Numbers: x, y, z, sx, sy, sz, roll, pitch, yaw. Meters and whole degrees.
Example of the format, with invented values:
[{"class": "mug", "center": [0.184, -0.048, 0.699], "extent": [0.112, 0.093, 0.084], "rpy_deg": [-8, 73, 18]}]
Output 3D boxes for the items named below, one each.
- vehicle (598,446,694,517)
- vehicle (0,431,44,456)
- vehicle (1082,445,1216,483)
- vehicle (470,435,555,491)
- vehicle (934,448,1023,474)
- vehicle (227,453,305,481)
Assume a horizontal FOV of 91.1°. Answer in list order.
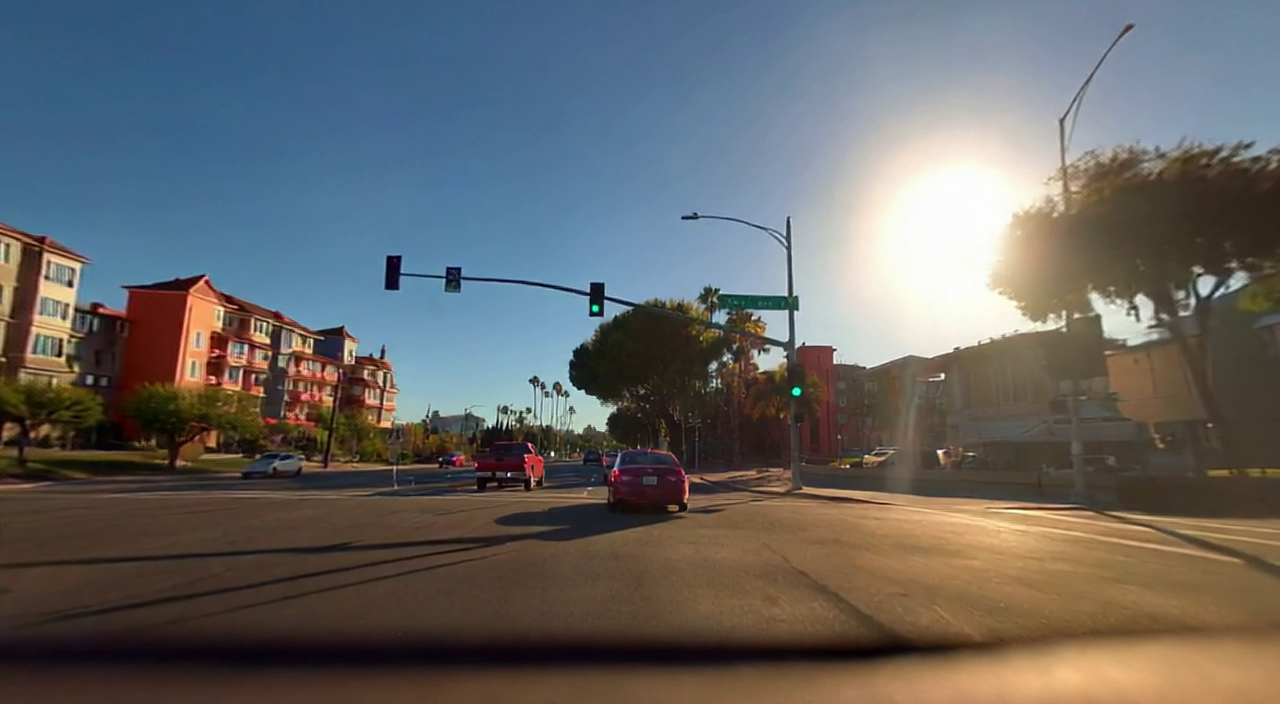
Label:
[{"class": "vehicle", "center": [0.079, 3.197, 16.039], "extent": [2.122, 1.562, 4.152], "rpy_deg": [0, -9, -2]}, {"class": "vehicle", "center": [-43.260, 6.176, 42.540], "extent": [1.738, 1.593, 3.979], "rpy_deg": [3, -10, -3]}, {"class": "vehicle", "center": [23.653, 5.175, 29.308], "extent": [1.908, 1.626, 4.559], "rpy_deg": [9, -12, -44]}, {"class": "vehicle", "center": [-5.176, 4.631, 26.519], "extent": [2.447, 2.062, 5.911], "rpy_deg": [0, -9, -1]}, {"class": "vehicle", "center": [26.192, 8.450, 48.709], "extent": [5.602, 1.903, 2.128], "rpy_deg": [0, -9, 1]}, {"class": "vehicle", "center": [-23.403, 7.189, 39.478], "extent": [1.913, 1.579, 4.780], "rpy_deg": [0, -9, 0]}]
